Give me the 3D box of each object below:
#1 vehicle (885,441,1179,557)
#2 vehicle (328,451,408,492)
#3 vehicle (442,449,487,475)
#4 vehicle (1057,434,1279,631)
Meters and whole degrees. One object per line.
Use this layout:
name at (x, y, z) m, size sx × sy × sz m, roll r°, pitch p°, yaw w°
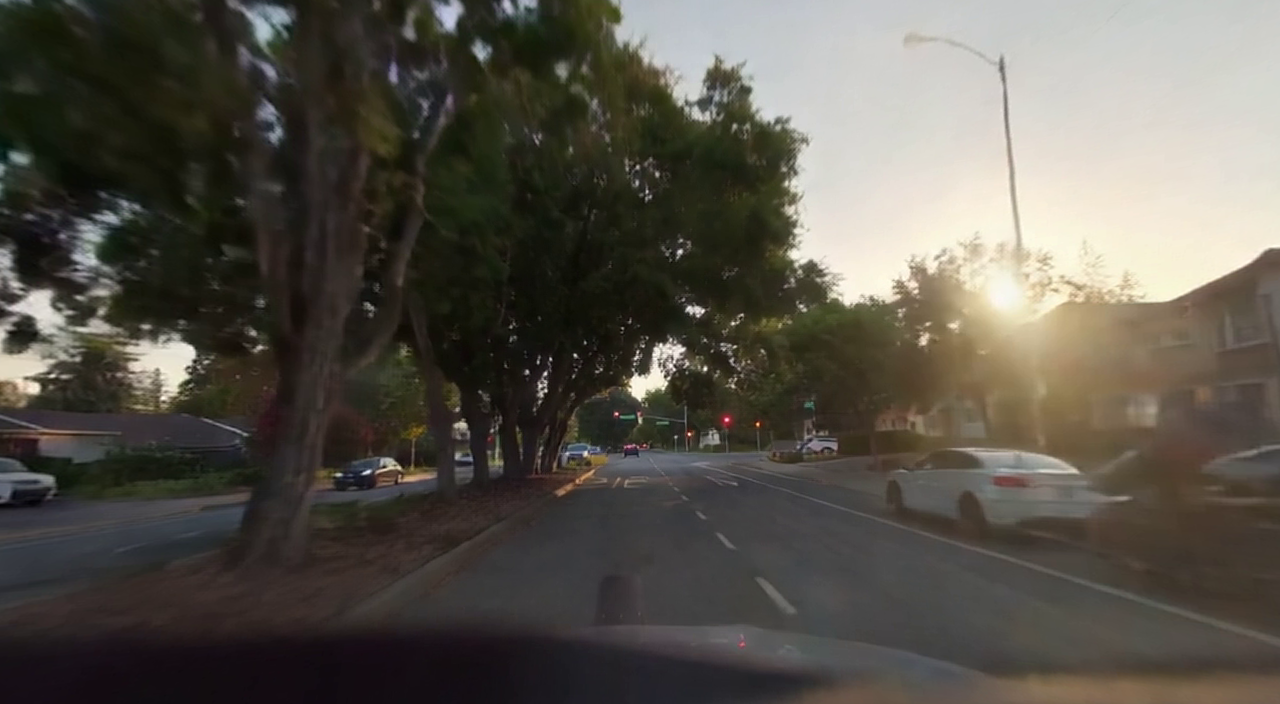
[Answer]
vehicle at (5.813, 2.185, 10.205) m, size 1.892 × 1.452 × 4.327 m, roll 0°, pitch -8°, yaw -1°
vehicle at (-12.964, 5.676, 30.415) m, size 1.916 × 1.754 × 4.337 m, roll 0°, pitch -8°, yaw -1°
vehicle at (-13.080, 8.199, 47.443) m, size 2.121 × 1.791 × 4.871 m, roll 0°, pitch -8°, yaw -2°
vehicle at (5.776, 1.410, 5.096) m, size 1.854 × 1.474 × 4.479 m, roll 0°, pitch -8°, yaw 2°
